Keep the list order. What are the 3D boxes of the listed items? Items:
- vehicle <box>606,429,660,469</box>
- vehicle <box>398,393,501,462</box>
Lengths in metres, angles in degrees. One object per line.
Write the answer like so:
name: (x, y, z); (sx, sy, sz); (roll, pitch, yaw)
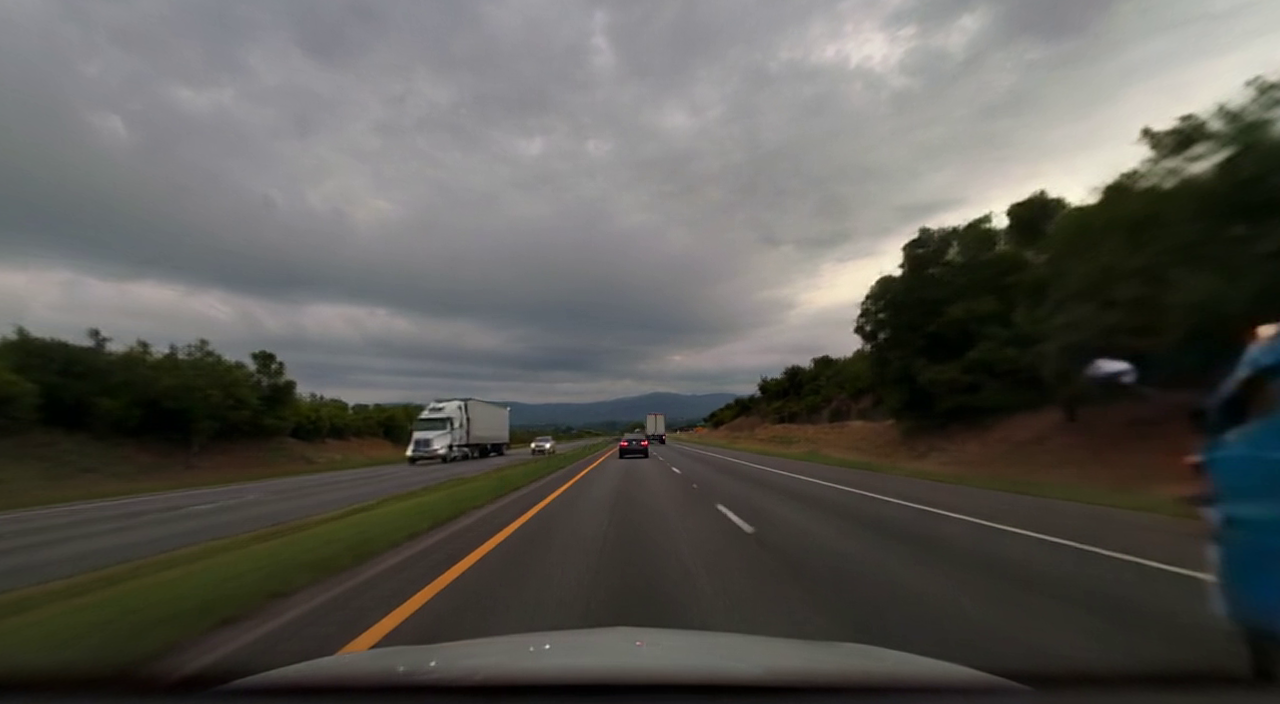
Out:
vehicle: (-0.306, 4.275, 27.983); (2.216, 1.623, 4.220); (0, -8, -1)
vehicle: (-12.268, 5.131, 41.912); (3.270, 3.993, 10.585); (0, -8, 1)
